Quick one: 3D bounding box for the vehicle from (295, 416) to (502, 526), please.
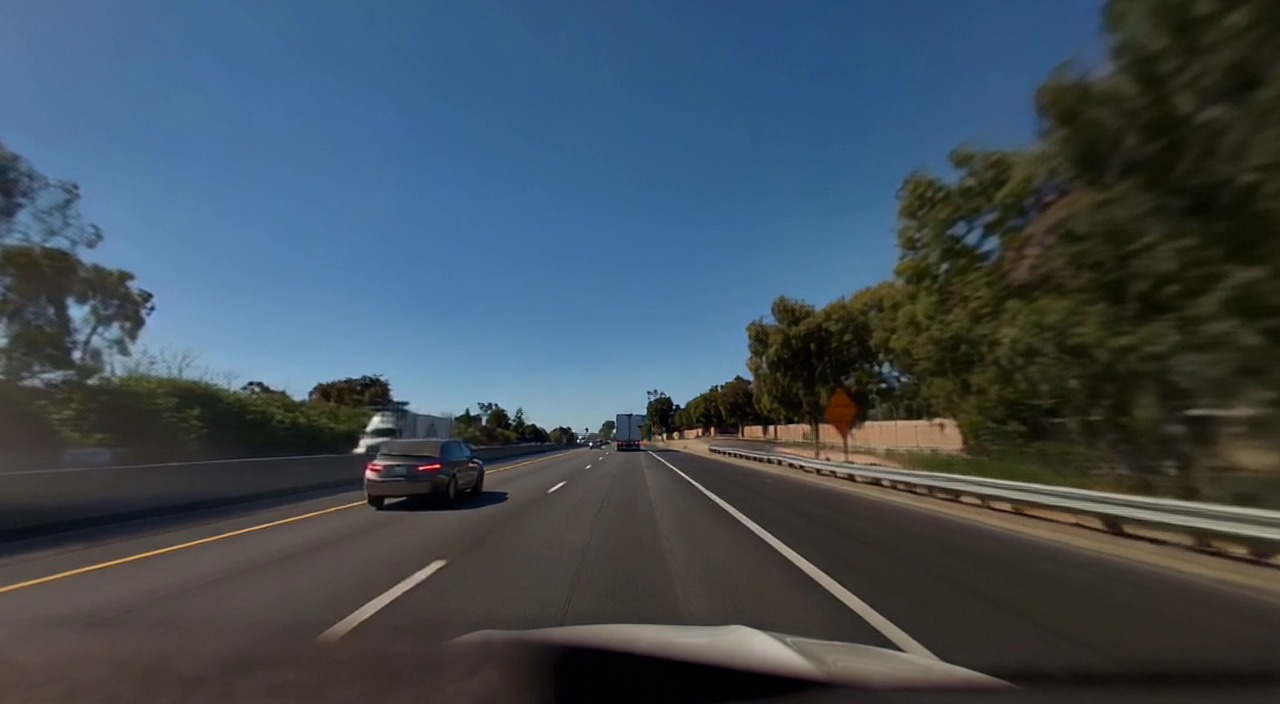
[{"bbox_3d":[-4.220,2.139,12.055,2.123,1.655,4.688,0,-8,0],"label":"vehicle"}]
